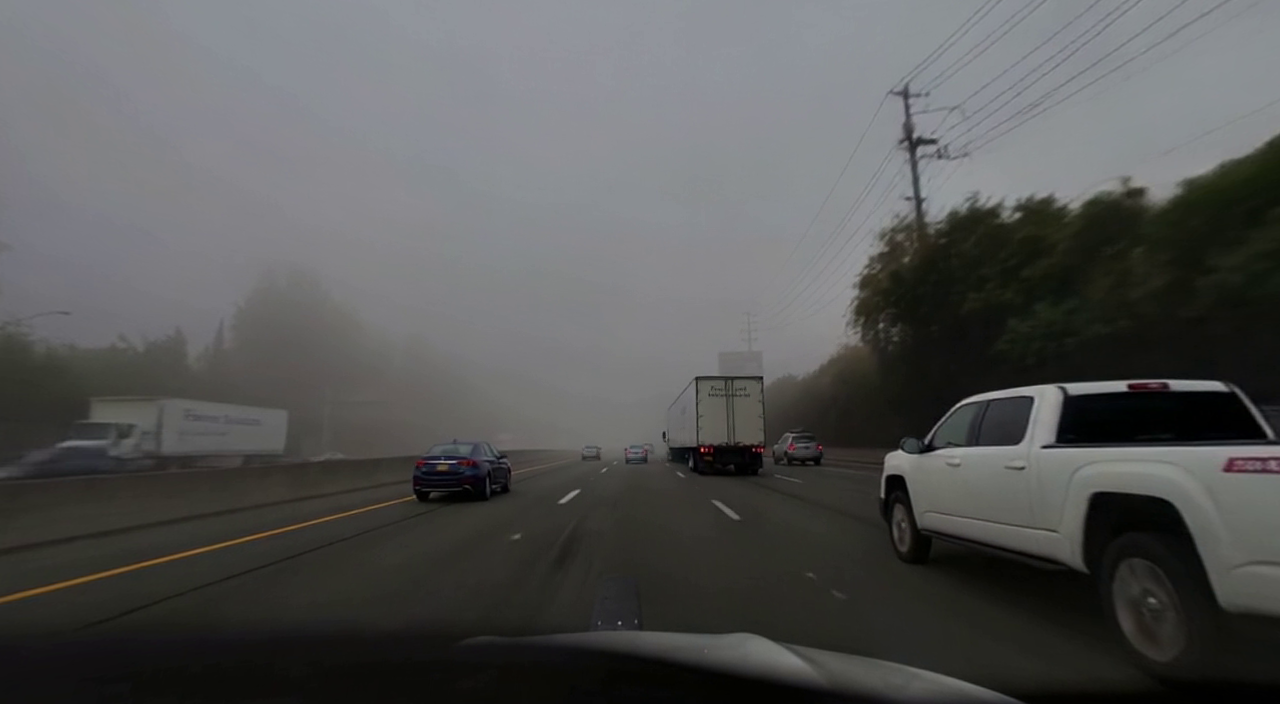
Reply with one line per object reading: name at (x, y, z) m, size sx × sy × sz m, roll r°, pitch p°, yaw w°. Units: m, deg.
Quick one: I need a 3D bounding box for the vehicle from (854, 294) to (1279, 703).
vehicle at (3.452, 1.007, 4.331) m, size 2.132 × 1.869 × 4.978 m, roll 0°, pitch -8°, yaw -1°

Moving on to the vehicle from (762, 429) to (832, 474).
vehicle at (7.380, 4.742, 30.156) m, size 2.079 × 1.938 × 4.630 m, roll 0°, pitch -8°, yaw -1°

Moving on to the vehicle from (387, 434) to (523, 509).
vehicle at (-4.158, 2.732, 14.850) m, size 1.968 × 1.507 × 3.829 m, roll 0°, pitch -8°, yaw 1°

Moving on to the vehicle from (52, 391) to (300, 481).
vehicle at (-22.484, 4.365, 32.253) m, size 2.779 × 3.662 × 12.891 m, roll 0°, pitch -8°, yaw 1°

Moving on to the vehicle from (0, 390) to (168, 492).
vehicle at (-22.352, 3.363, 23.700) m, size 3.028 × 3.310 × 7.561 m, roll 0°, pitch -8°, yaw 1°

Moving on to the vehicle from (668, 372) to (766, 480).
vehicle at (3.316, 3.976, 32.248) m, size 2.907 × 4.109 × 16.177 m, roll 0°, pitch -8°, yaw 0°

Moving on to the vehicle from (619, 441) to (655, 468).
vehicle at (-0.150, 6.153, 37.995) m, size 2.047 × 1.485 × 3.938 m, roll 0°, pitch -8°, yaw 1°

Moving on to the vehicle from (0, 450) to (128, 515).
vehicle at (-14.907, 3.156, 15.591) m, size 1.519 × 1.378 × 3.435 m, roll 0°, pitch -8°, yaw 0°
